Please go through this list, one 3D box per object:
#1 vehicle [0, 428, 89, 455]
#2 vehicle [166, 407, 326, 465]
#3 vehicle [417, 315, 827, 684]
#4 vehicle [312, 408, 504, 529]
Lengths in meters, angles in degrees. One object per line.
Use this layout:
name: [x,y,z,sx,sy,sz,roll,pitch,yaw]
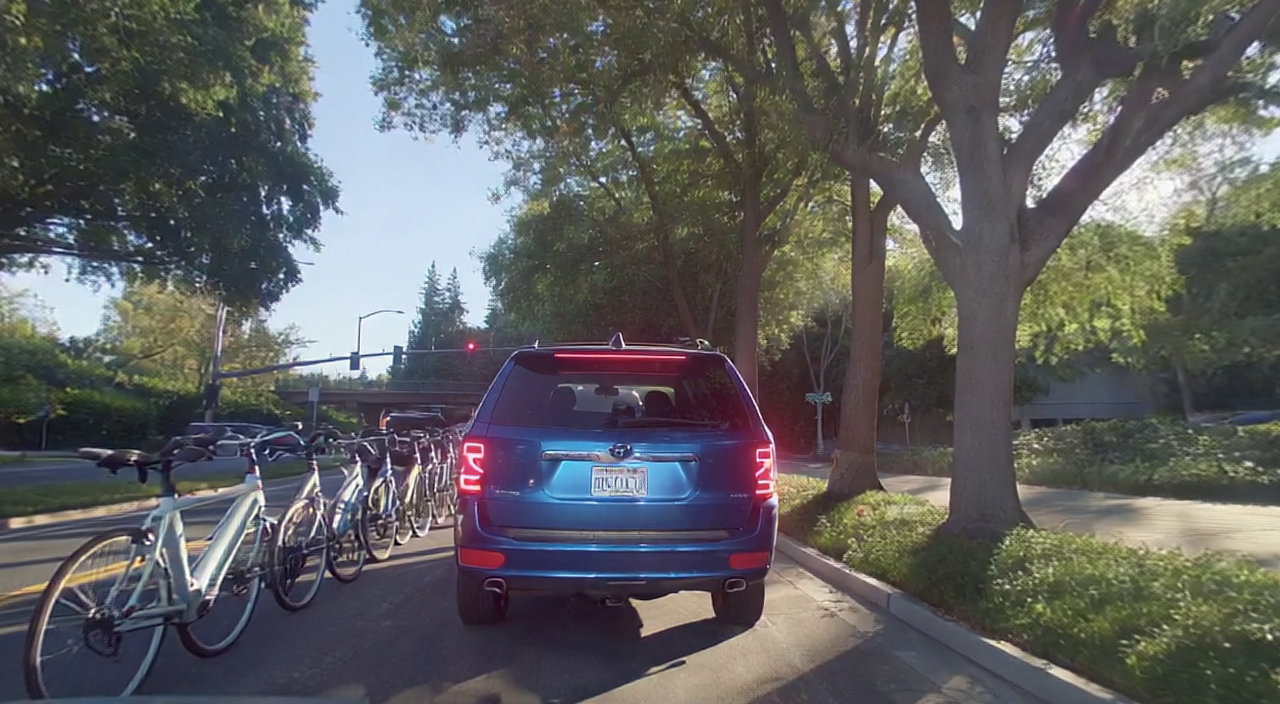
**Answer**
vehicle: [-36.060,5.396,38.018,3.926,1.536,1.731,0,-8,-8]
vehicle: [-25.119,5.409,40.723,8.040,3.335,3.070,-1,-9,-7]
vehicle: [-0.243,1.158,6.003,2.333,2.087,4.586,1,-8,-4]
vehicle: [-4.198,2.220,12.618,2.337,1.858,5.409,1,-9,-7]
